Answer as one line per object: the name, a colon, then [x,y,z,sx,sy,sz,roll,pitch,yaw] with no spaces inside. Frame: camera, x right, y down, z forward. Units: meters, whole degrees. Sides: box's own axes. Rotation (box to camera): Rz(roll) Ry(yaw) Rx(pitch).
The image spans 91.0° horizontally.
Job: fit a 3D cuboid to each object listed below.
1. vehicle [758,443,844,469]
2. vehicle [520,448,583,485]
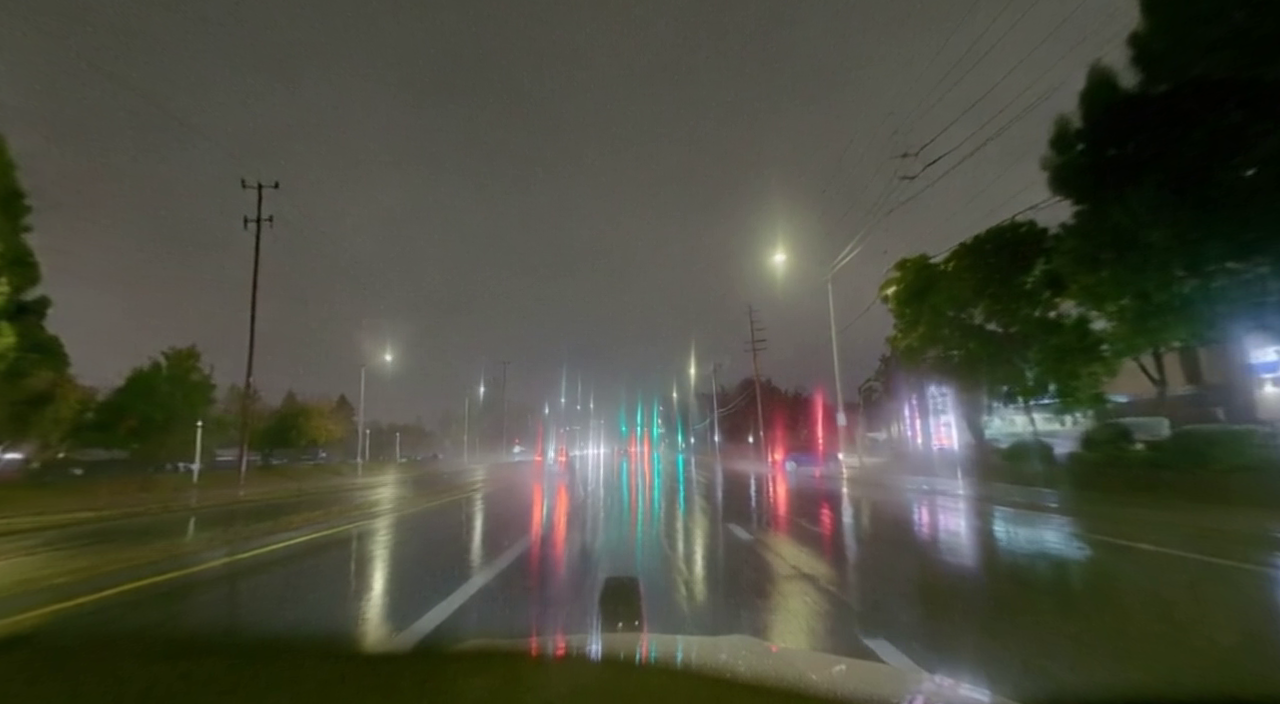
vehicle: [10.303,6.668,40.509,4.885,1.576,2.024,0,-9,-6]
vehicle: [-3.677,4.870,27.030,2.076,1.444,4.328,0,-9,0]
